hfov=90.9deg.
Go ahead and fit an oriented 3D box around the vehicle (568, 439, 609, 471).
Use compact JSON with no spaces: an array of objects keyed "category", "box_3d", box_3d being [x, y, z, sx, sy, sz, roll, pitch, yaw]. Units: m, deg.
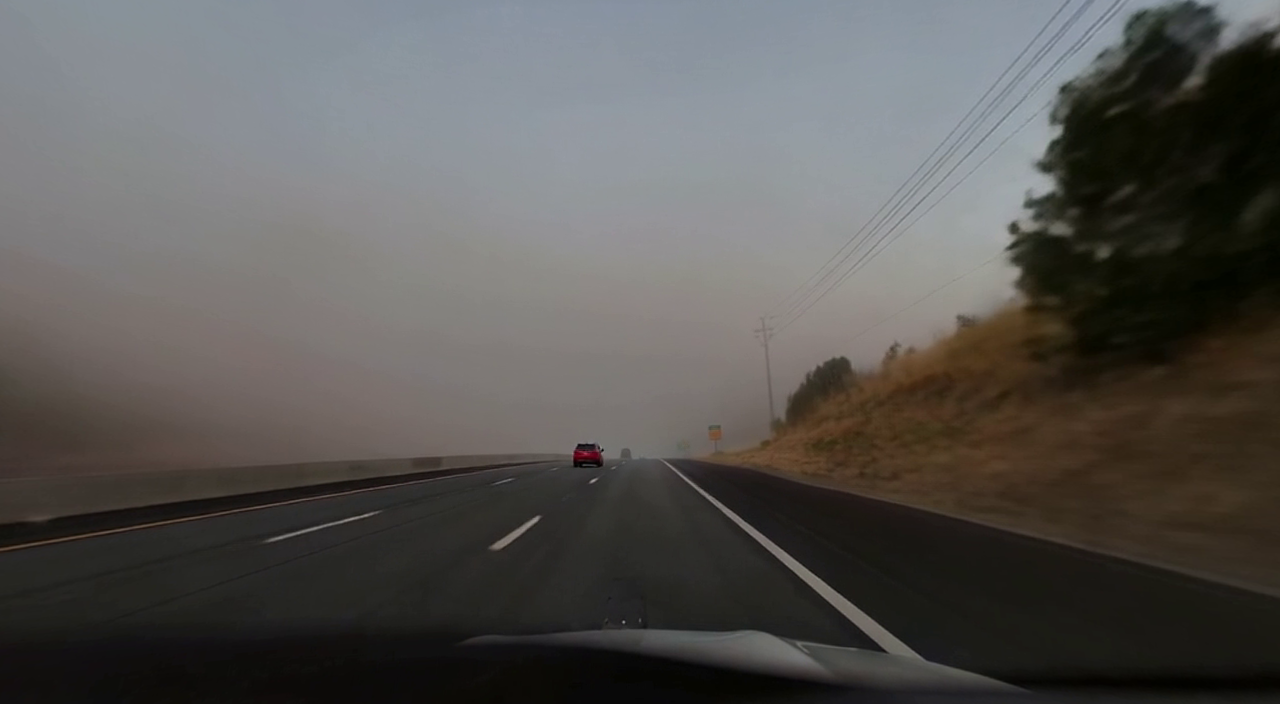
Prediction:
[{"category":"vehicle","box_3d":[-3.179,6.477,39.907,2.136,1.845,4.515,0,-8,1]}]
